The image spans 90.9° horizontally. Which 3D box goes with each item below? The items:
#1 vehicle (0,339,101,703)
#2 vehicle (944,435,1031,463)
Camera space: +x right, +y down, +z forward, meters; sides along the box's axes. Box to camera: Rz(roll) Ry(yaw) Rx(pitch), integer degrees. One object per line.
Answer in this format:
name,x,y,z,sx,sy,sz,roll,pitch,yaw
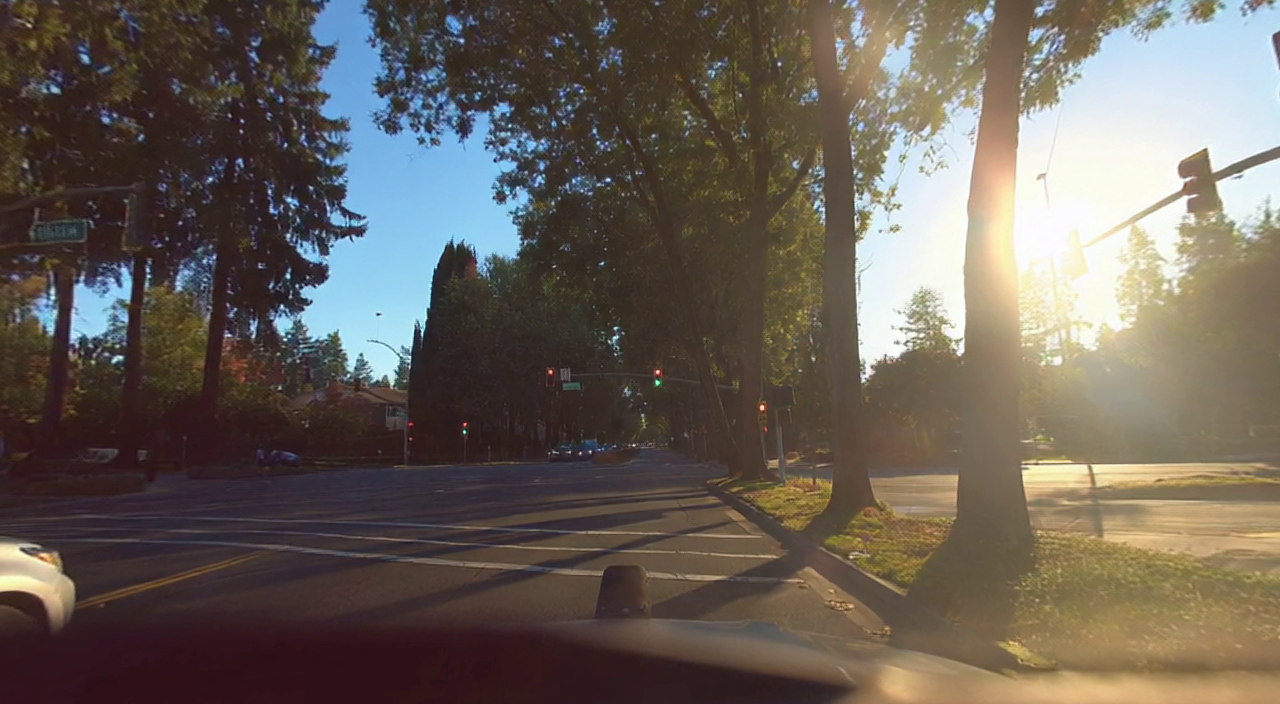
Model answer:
vehicle,-3.264,0.532,0.410,1.954,1.689,4.347,0,-8,0
vehicle,18.903,5.290,34.480,3.952,1.468,1.768,-4,-9,22
